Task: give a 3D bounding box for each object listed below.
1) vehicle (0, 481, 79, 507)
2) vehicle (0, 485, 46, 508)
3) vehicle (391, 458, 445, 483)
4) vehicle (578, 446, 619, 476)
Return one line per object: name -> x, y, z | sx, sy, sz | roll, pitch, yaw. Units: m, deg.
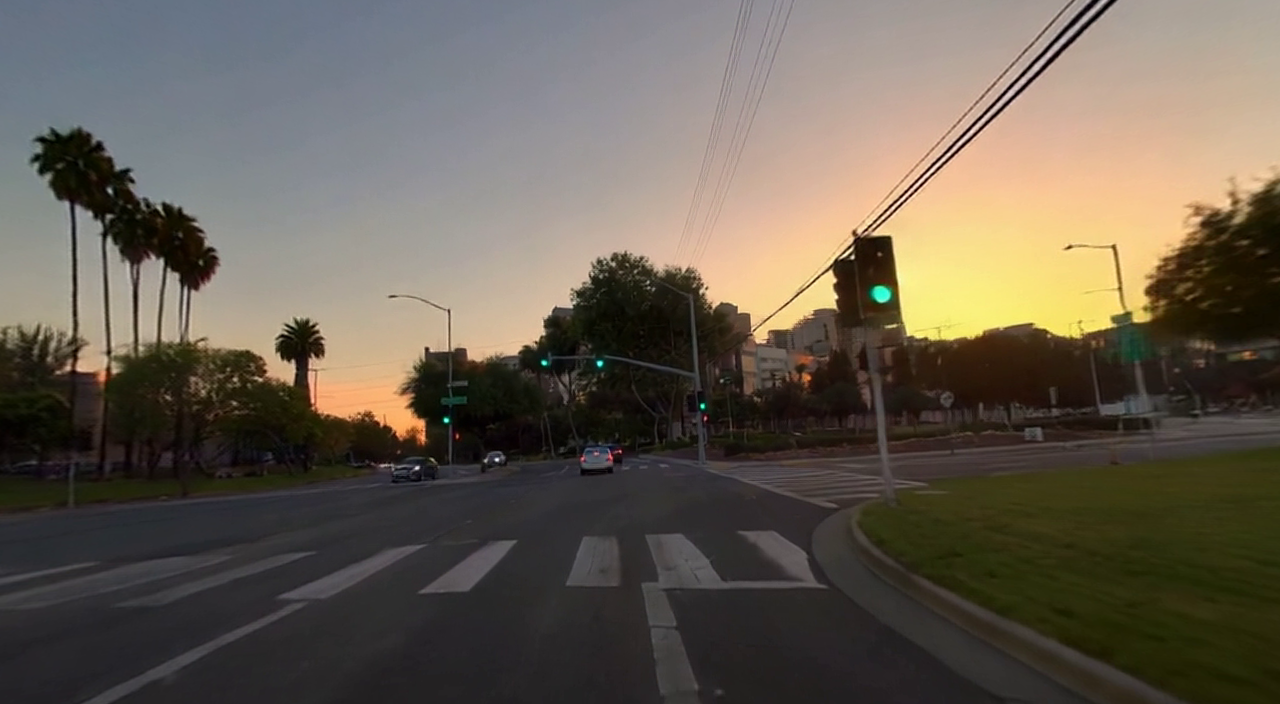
vehicle -> -39.744, 9.355, 41.802 | 3.522, 1.412, 1.580 | 3, -10, 2
vehicle -> -39.309, 9.017, 38.948 | 3.685, 1.183, 1.680 | -5, -9, -1
vehicle -> -14.586, 7.811, 41.802 | 1.997, 1.480, 4.715 | 0, -9, -1
vehicle -> -2.206, 5.891, 34.414 | 2.063, 1.474, 4.334 | 0, -9, -2
